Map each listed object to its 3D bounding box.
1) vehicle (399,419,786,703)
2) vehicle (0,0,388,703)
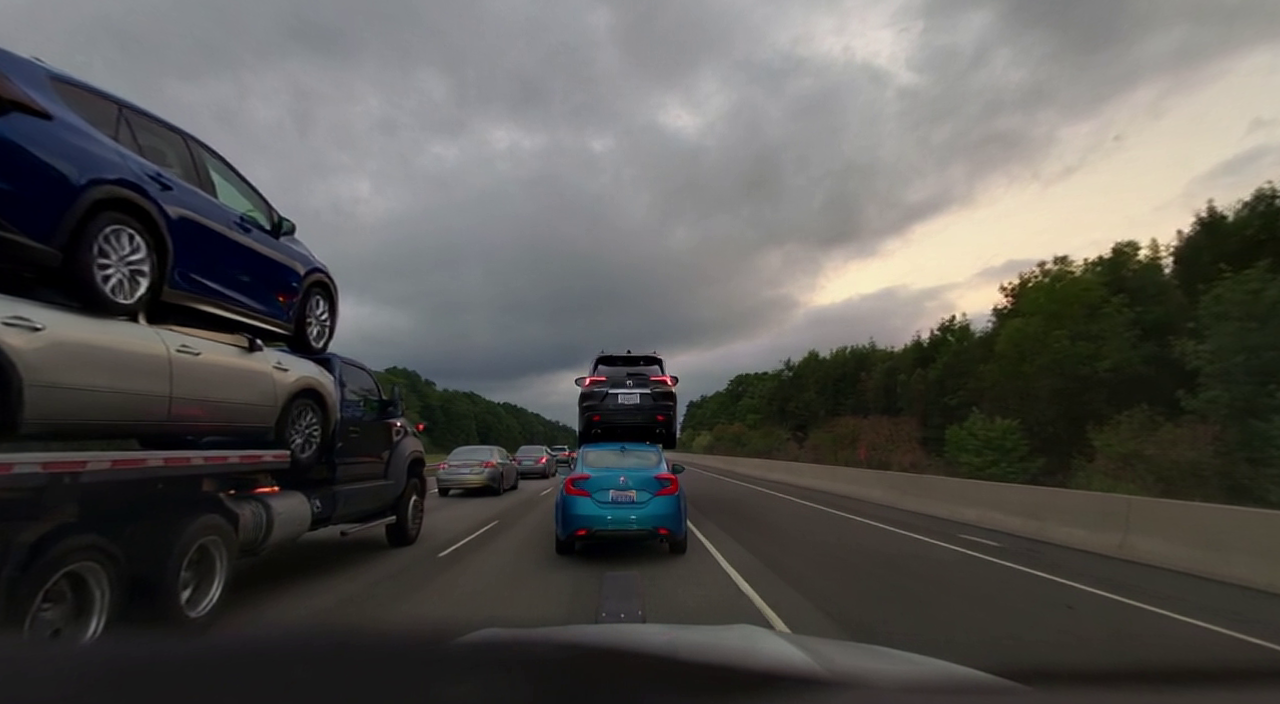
[{"bbox_3d":[-0.273,1.378,5.027,1.991,1.507,3.391,0,-9,-1],"label":"vehicle"},{"bbox_3d":[-4.526,-0.464,0.625,2.836,4.059,14.286,0,-9,-1],"label":"vehicle"}]
